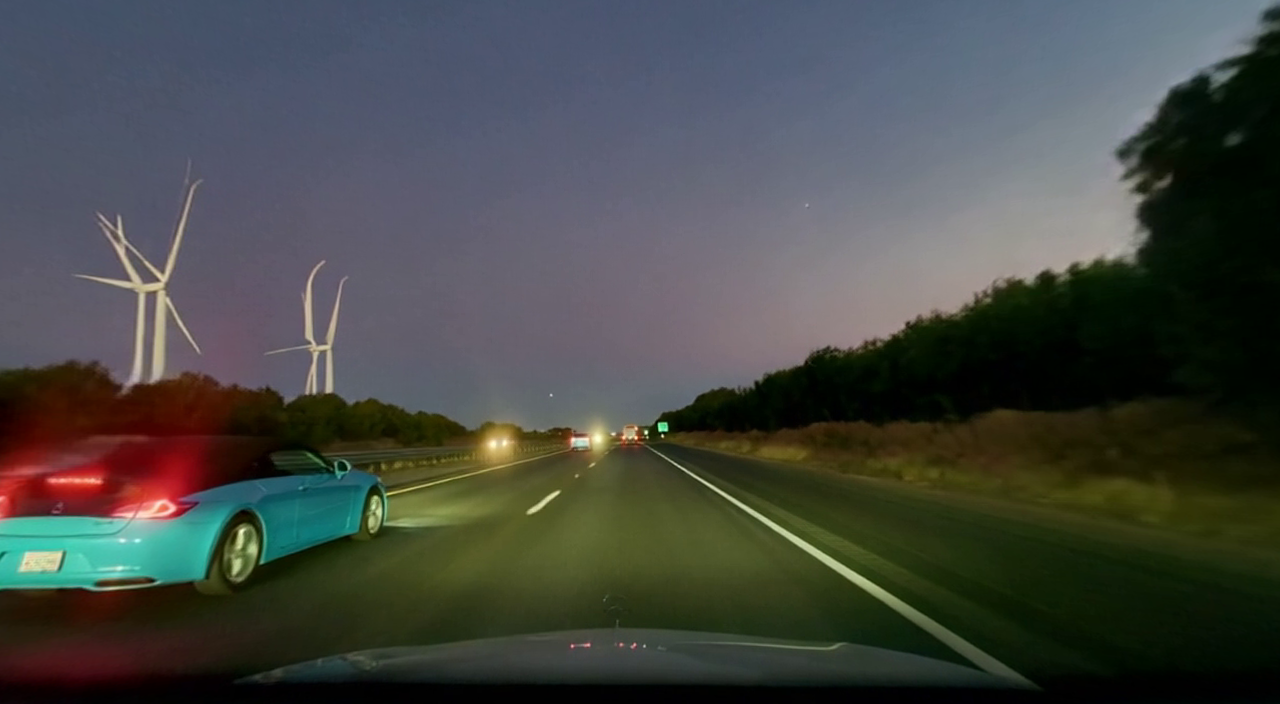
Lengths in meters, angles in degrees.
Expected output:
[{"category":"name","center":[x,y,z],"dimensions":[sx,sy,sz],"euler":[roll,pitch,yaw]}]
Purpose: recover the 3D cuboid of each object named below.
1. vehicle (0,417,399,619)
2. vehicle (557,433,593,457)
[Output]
[{"category":"vehicle","center":[-4.304,1.458,6.603],"dimensions":[1.969,1.413,4.194],"euler":[0,-8,-1]},{"category":"vehicle","center":[-4.157,5.996,40.723],"dimensions":[2.024,1.456,3.754],"euler":[0,-8,-1]}]
